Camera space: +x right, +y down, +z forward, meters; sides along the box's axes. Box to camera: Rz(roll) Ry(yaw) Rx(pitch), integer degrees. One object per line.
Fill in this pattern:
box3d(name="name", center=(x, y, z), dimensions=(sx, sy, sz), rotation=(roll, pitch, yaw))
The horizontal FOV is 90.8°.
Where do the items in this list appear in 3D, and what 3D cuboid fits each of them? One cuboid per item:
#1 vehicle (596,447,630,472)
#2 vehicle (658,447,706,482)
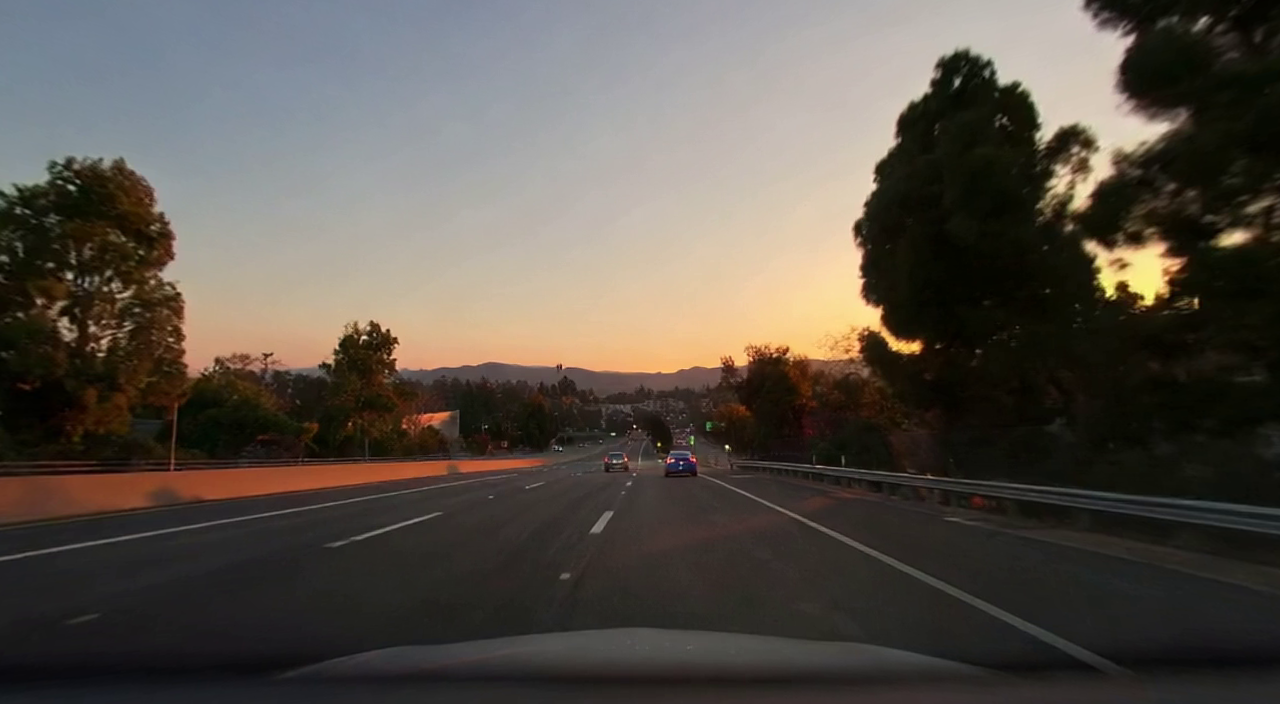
box3d(name="vehicle", center=(-1.881, 7.636, 45.247), dimensions=(2.127, 1.692, 4.382), rotation=(0, -9, 2))
box3d(name="vehicle", center=(1.931, 5.333, 30.317), dimensions=(2.029, 1.528, 4.644), rotation=(0, -8, 0))
